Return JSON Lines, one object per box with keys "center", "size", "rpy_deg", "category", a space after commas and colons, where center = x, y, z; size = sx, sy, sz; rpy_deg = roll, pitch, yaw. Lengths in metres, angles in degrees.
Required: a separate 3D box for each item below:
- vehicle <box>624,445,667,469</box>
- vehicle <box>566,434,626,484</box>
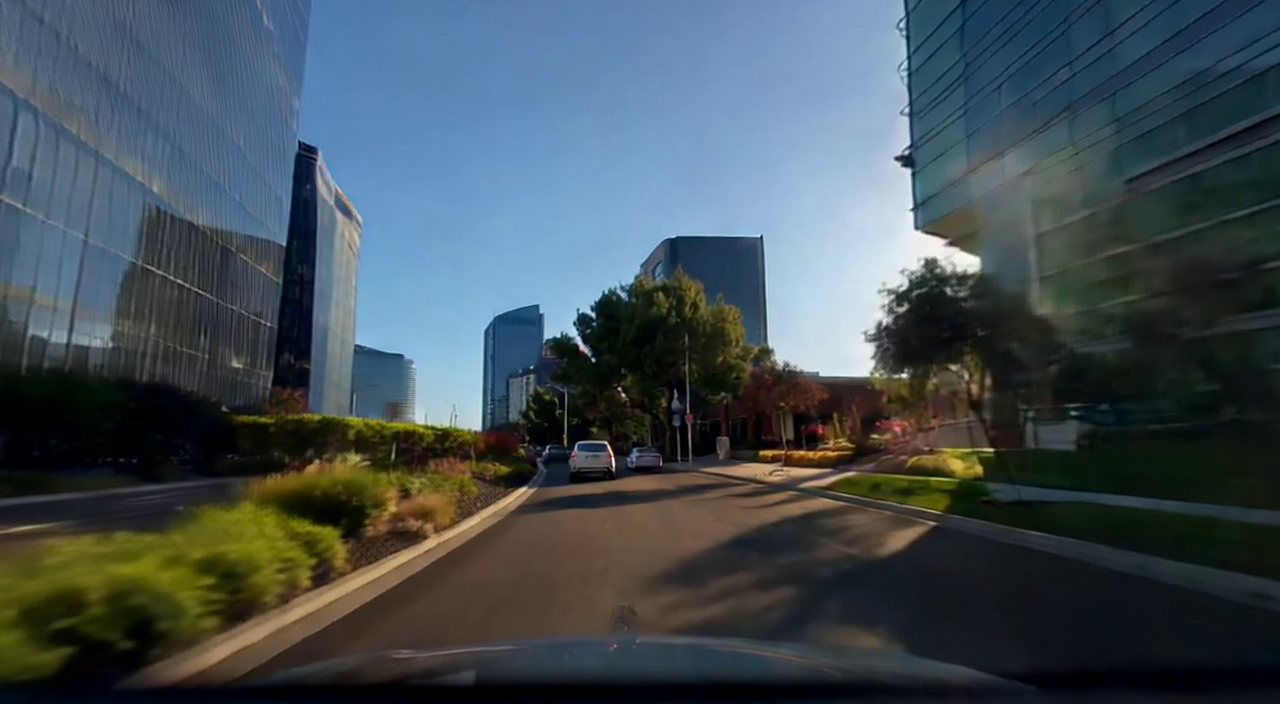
{"center": [0.309, 7.014, 42.250], "size": [2.116, 1.506, 4.355], "rpy_deg": [2, -9, -10], "category": "vehicle"}
{"center": [-1.814, 4.180, 24.911], "size": [2.173, 1.761, 4.374], "rpy_deg": [1, -9, -6], "category": "vehicle"}
